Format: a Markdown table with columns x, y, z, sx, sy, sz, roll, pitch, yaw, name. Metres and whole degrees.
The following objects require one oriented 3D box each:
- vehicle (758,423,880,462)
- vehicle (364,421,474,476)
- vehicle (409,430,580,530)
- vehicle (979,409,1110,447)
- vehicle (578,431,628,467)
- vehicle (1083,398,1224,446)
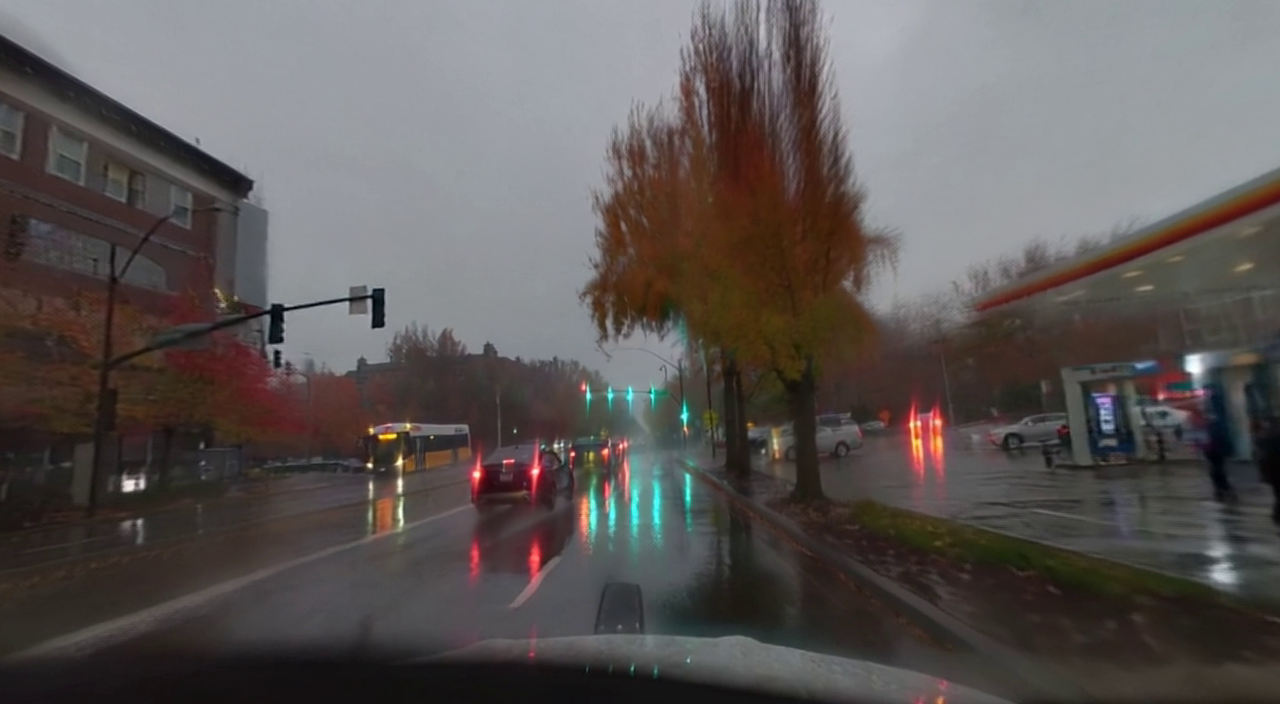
| x | y | z | sx | sy | sz | roll | pitch | yaw | name |
| --- | --- | --- | --- | --- | --- | --- | --- | --- | --- |
| 8.078 | 4.114 | 28.680 | 4.894 | 1.451 | 2.089 | -3 | -7 | 2 | vehicle |
| -14.539 | 6.530 | 42.637 | 3.189 | 3.205 | 11.526 | 0 | -9 | 0 | vehicle |
| -2.416 | 2.259 | 11.624 | 2.092 | 1.507 | 4.078 | -1 | -9 | 2 | vehicle |
| 16.999 | 3.263 | 26.532 | 4.064 | 1.507 | 2.078 | 0 | -9 | 1 | vehicle |
| -1.851 | 5.087 | 32.888 | 2.365 | 1.751 | 3.904 | 0 | -9 | 0 | vehicle |
| 21.488 | 2.960 | 26.349 | 4.172 | 1.687 | 1.773 | -4 | -8 | 1 | vehicle |
